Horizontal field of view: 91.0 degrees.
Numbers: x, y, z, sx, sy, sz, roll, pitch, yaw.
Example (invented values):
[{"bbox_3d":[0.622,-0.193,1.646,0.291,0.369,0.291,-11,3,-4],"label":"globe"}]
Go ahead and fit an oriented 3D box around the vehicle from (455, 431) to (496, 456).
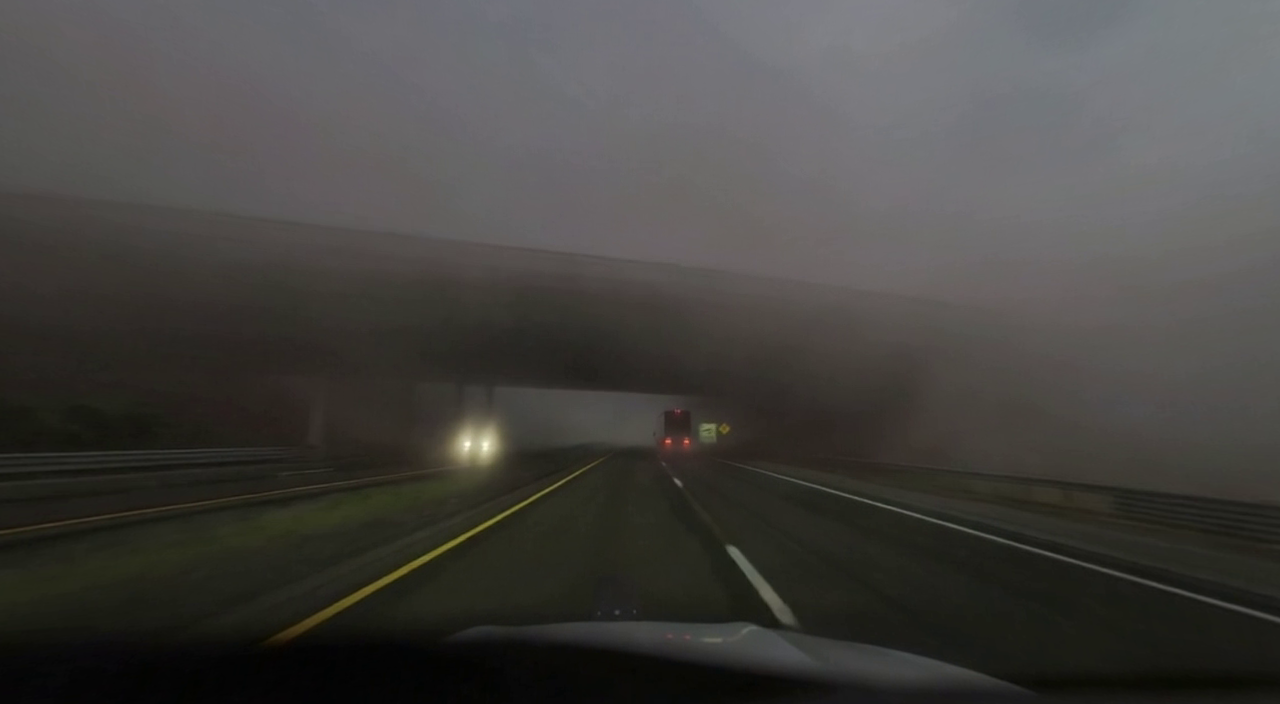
[{"bbox_3d":[-11.626,6.484,44.677,1.817,1.620,4.137,0,-8,0],"label":"vehicle"}]
